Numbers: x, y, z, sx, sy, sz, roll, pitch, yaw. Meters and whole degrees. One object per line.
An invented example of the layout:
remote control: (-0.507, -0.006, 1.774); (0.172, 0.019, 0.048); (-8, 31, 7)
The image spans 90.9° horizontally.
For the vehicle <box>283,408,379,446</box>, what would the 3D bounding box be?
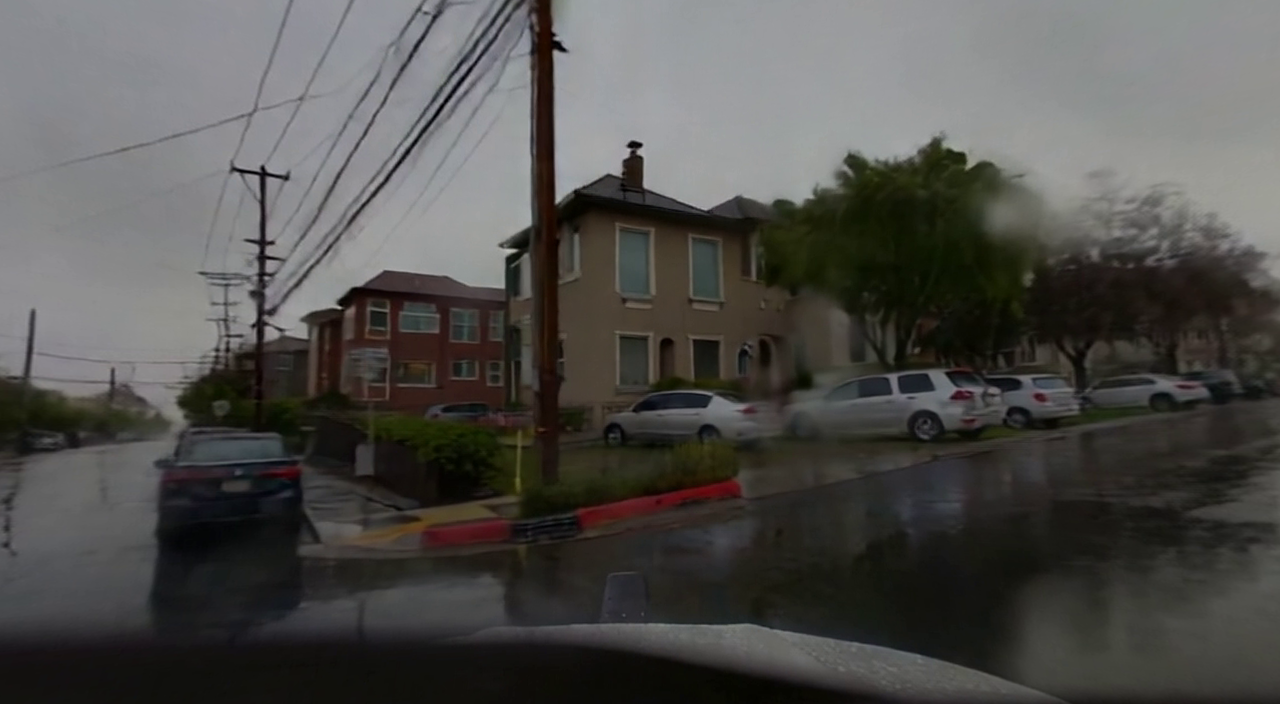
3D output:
vehicle: (-17.366, 4.177, 35.552); (4.520, 1.608, 1.714); (-2, -1, -39)

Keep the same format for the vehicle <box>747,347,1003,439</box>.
vehicle: (5.676, 1.164, 15.782); (5.514, 1.976, 2.153); (-3, -9, 20)

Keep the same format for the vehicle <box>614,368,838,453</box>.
vehicle: (1.917, 1.414, 14.260); (4.648, 1.659, 1.897); (-4, -9, 23)

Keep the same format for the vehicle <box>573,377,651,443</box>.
vehicle: (-0.773, 1.790, 18.488); (2.003, 1.695, 4.195); (0, -8, -1)

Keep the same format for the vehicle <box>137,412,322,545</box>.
vehicle: (-6.414, 1.824, 9.766); (1.914, 1.591, 3.892); (5, -10, -36)

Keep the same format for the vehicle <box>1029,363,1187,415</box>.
vehicle: (18.009, 1.499, 24.571); (4.450, 1.707, 1.902); (-4, -9, 20)

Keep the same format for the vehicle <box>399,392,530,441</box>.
vehicle: (-7.487, 2.814, 26.667); (5.778, 1.875, 2.152); (-6, -9, 36)
